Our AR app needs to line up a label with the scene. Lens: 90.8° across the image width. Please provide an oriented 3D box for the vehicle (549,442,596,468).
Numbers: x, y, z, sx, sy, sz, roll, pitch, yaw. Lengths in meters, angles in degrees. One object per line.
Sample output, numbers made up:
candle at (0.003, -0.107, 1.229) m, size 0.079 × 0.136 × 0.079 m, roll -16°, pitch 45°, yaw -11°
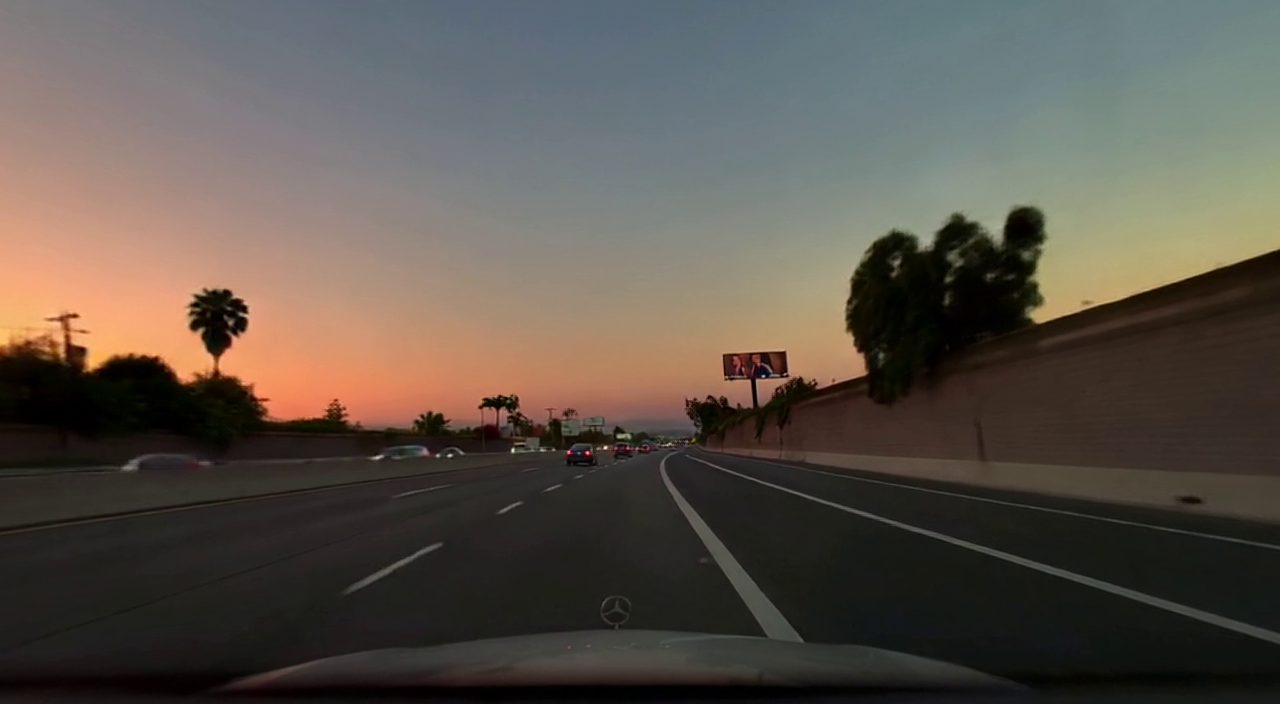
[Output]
vehicle at (-3.959, 6.111, 37.660) m, size 2.078 × 1.457 × 4.648 m, roll 0°, pitch -8°, yaw 3°

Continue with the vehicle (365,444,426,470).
vehicle at (-14.552, 6.274, 37.860) m, size 1.927 × 1.463 × 3.932 m, roll 0°, pitch -8°, yaw 3°

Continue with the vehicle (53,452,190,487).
vehicle at (-21.889, 4.946, 26.957) m, size 1.880 × 1.321 × 4.644 m, roll 0°, pitch -8°, yaw 1°
